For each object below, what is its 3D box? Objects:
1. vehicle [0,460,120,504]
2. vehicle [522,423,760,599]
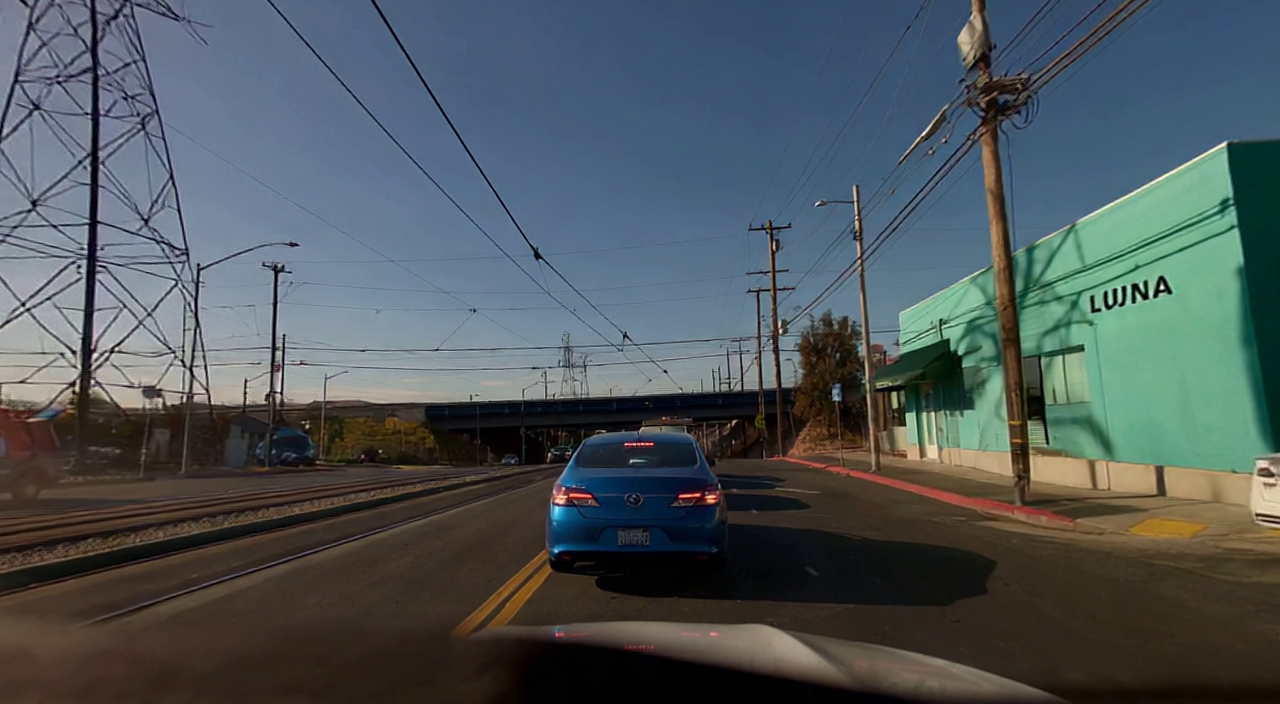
[{"bbox_3d":[-21.921,4.676,22.851,4.566,1.453,1.935,-1,-9,5],"label":"vehicle"},{"bbox_3d":[0.090,1.703,7.617,2.090,1.518,4.033,-1,-9,3],"label":"vehicle"}]
